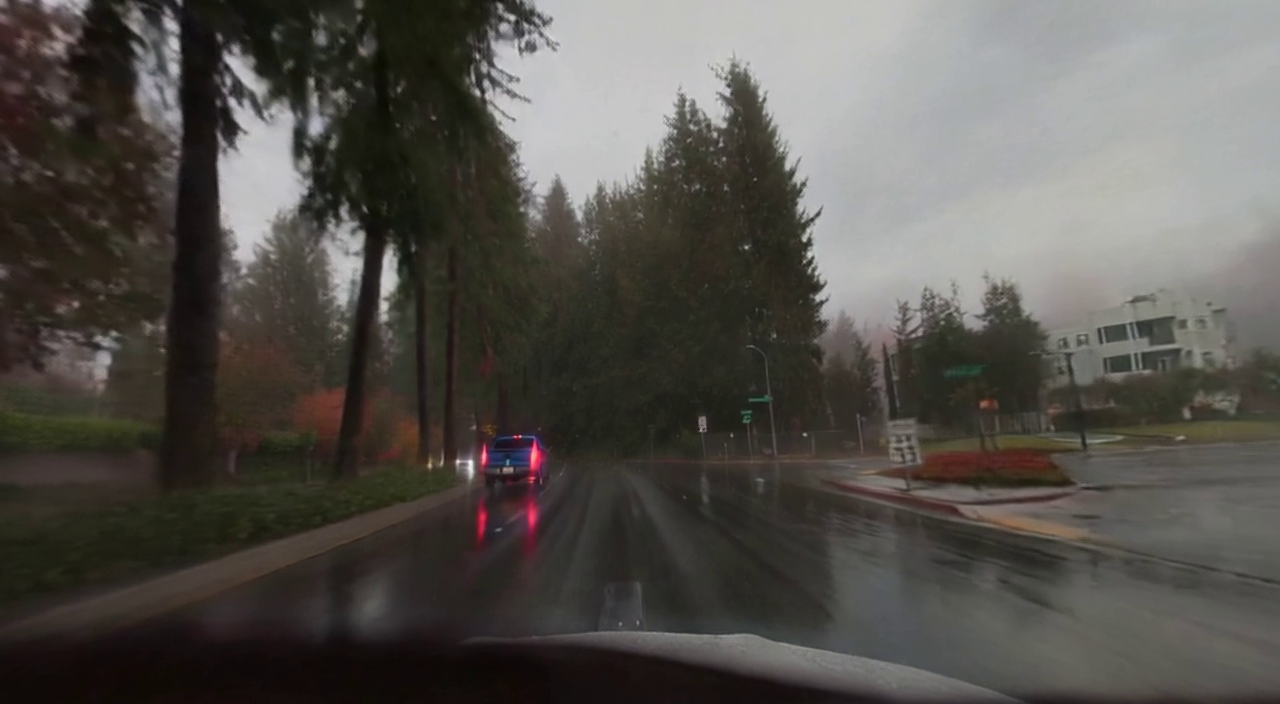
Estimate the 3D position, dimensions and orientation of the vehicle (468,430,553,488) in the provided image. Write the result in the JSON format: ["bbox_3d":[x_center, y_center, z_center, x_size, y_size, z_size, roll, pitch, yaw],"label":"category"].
[{"bbox_3d":[-4.664,4.001,23.932,2.267,1.849,6.402,0,-9,-4],"label":"vehicle"}]
